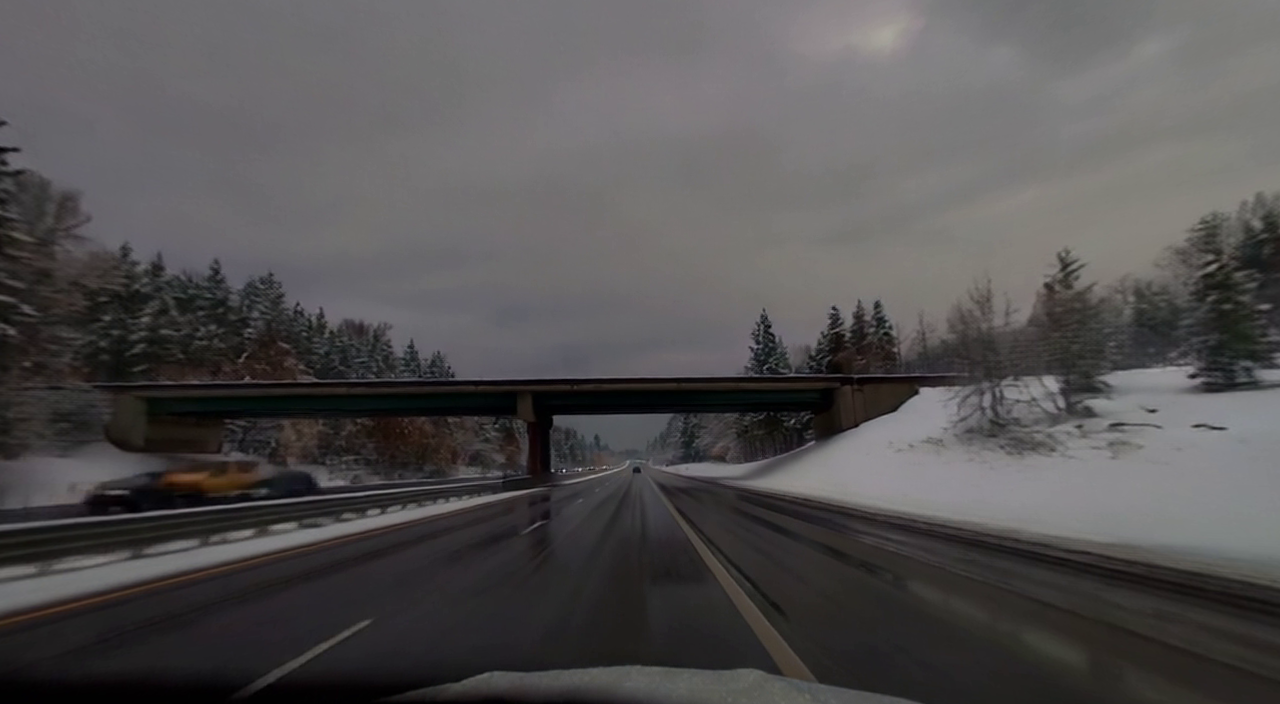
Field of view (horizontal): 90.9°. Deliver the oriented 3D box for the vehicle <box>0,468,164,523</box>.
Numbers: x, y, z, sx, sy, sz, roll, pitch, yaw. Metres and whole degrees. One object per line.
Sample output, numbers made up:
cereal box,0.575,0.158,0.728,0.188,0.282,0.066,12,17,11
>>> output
vehicle,-17.142,4.283,19.206,1.877,1.446,4.240,1,-11,0
